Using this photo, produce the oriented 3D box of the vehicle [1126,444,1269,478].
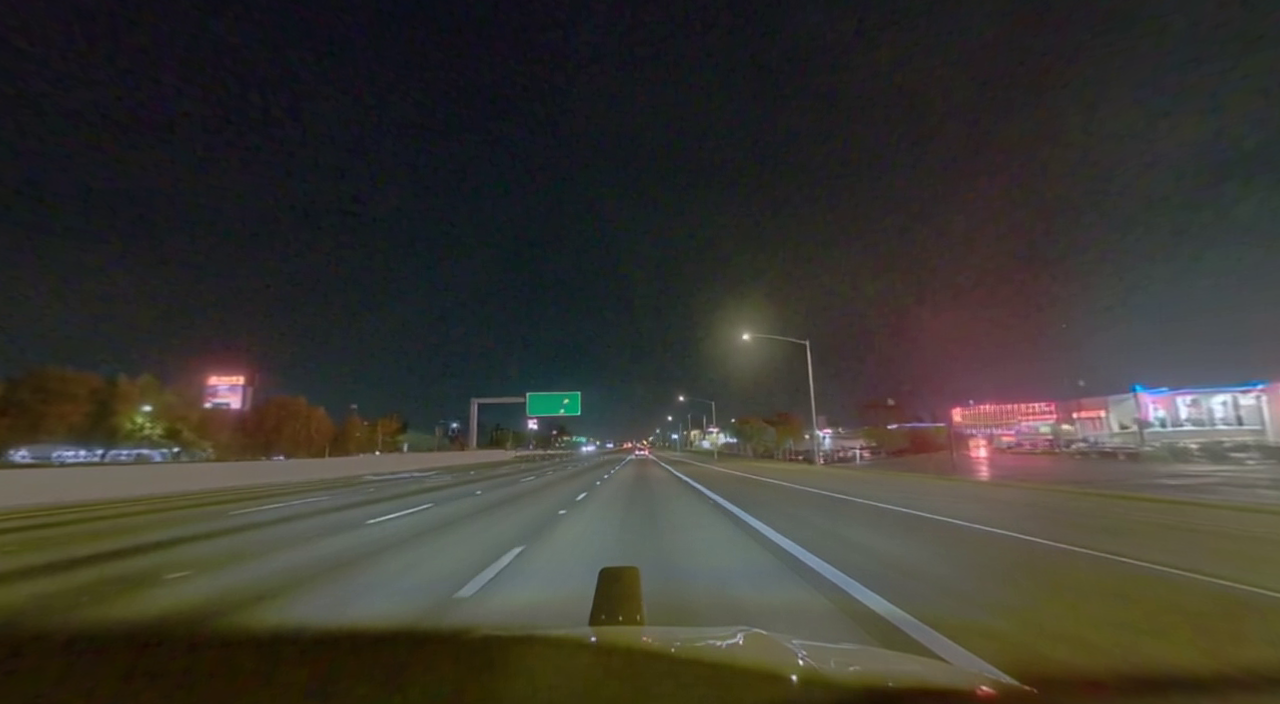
[{"bbox_3d":[40.294,7.917,45.712,7.313,2.332,2.770,-1,-9,6],"label":"vehicle"}]
